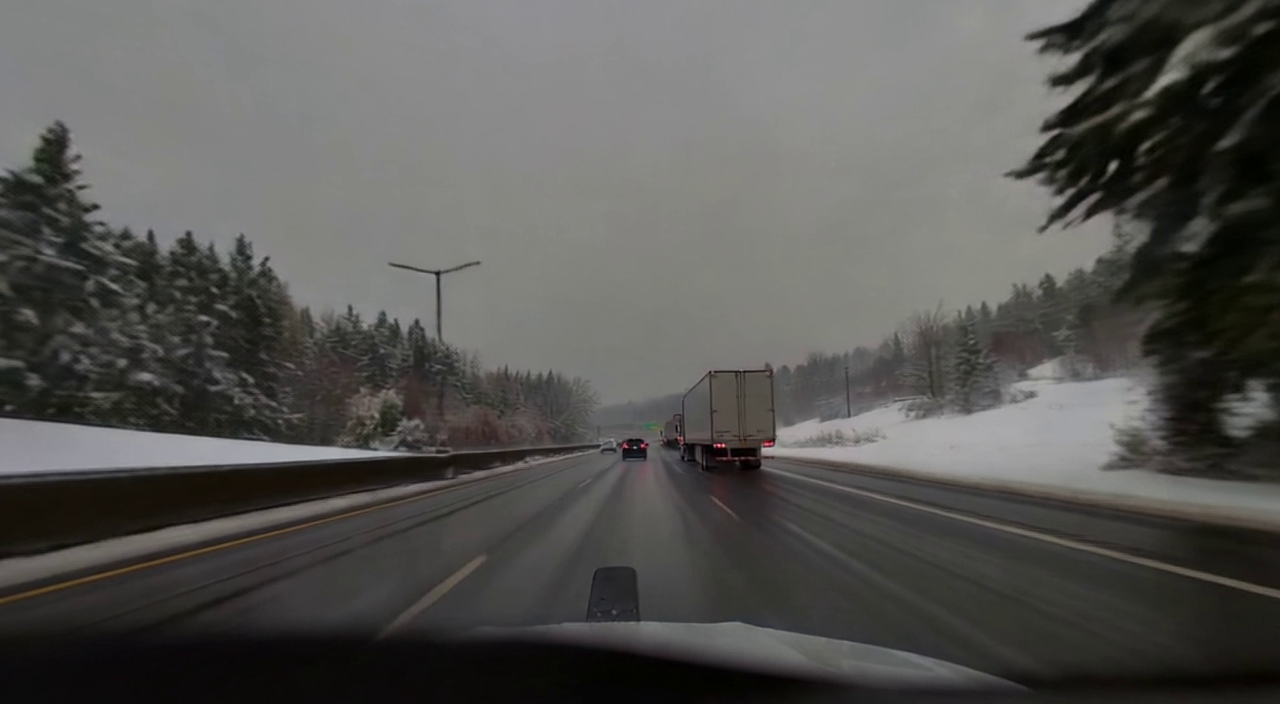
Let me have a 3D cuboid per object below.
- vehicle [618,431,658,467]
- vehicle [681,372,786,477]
[{"bbox_3d":[-0.111,5.651,36.879,2.211,1.933,4.315,-1,-8,0],"label":"vehicle"},{"bbox_3d":[4.156,3.890,32.108,3.005,4.121,14.417,0,-8,-1],"label":"vehicle"}]
